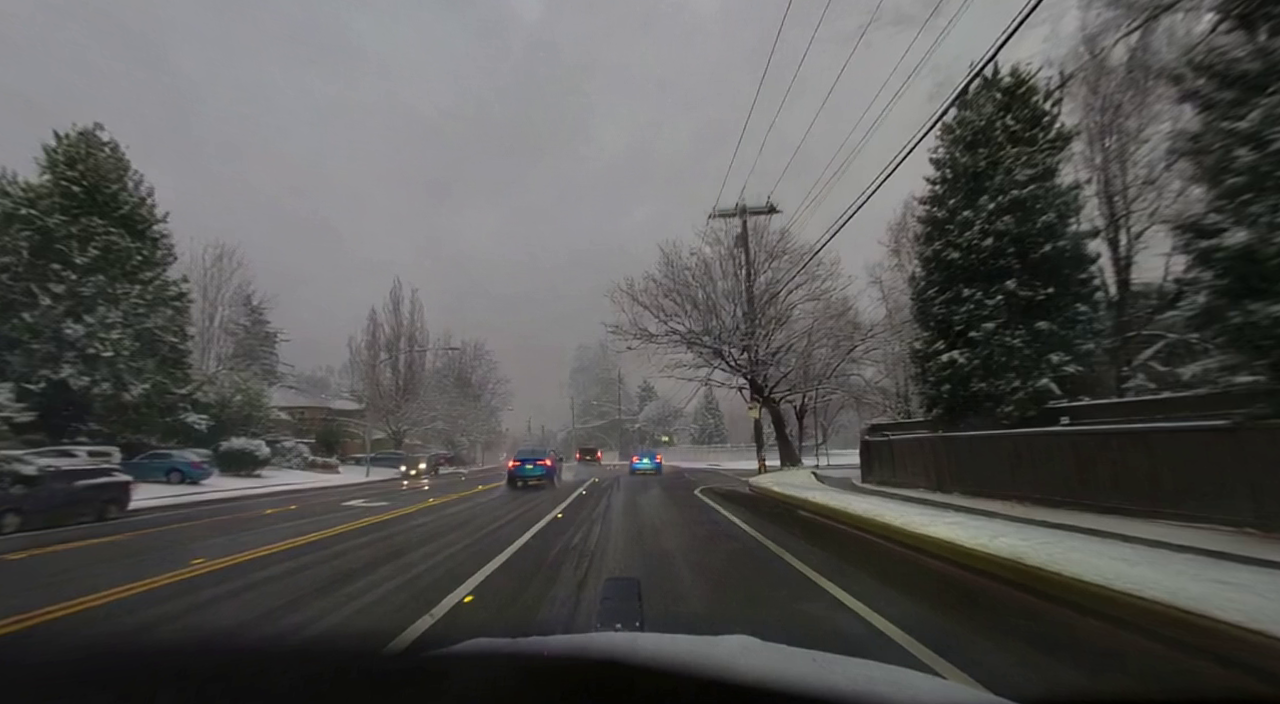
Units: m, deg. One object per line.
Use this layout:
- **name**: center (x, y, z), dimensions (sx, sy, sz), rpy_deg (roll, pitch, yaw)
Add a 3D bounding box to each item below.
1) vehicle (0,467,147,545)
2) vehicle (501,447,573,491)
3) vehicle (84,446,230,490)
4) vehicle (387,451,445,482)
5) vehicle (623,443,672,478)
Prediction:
- **vehicle**: center (-13.967, 3.423, 14.348), dimensions (1.814, 1.466, 4.690), rpy_deg (0, -9, -1)
- **vehicle**: center (-3.621, 4.161, 22.923), dimensions (1.913, 1.425, 4.235), rpy_deg (0, -9, 0)
- **vehicle**: center (-22.055, 5.283, 29.011), dimensions (4.898, 1.916, 2.192), rpy_deg (0, -9, 3)
- **vehicle**: center (-14.364, 7.334, 40.797), dimensions (2.083, 1.817, 4.532), rpy_deg (0, -9, -1)
- **vehicle**: center (0.297, 5.139, 30.167), dimensions (2.168, 1.504, 4.284), rpy_deg (0, -9, -1)
